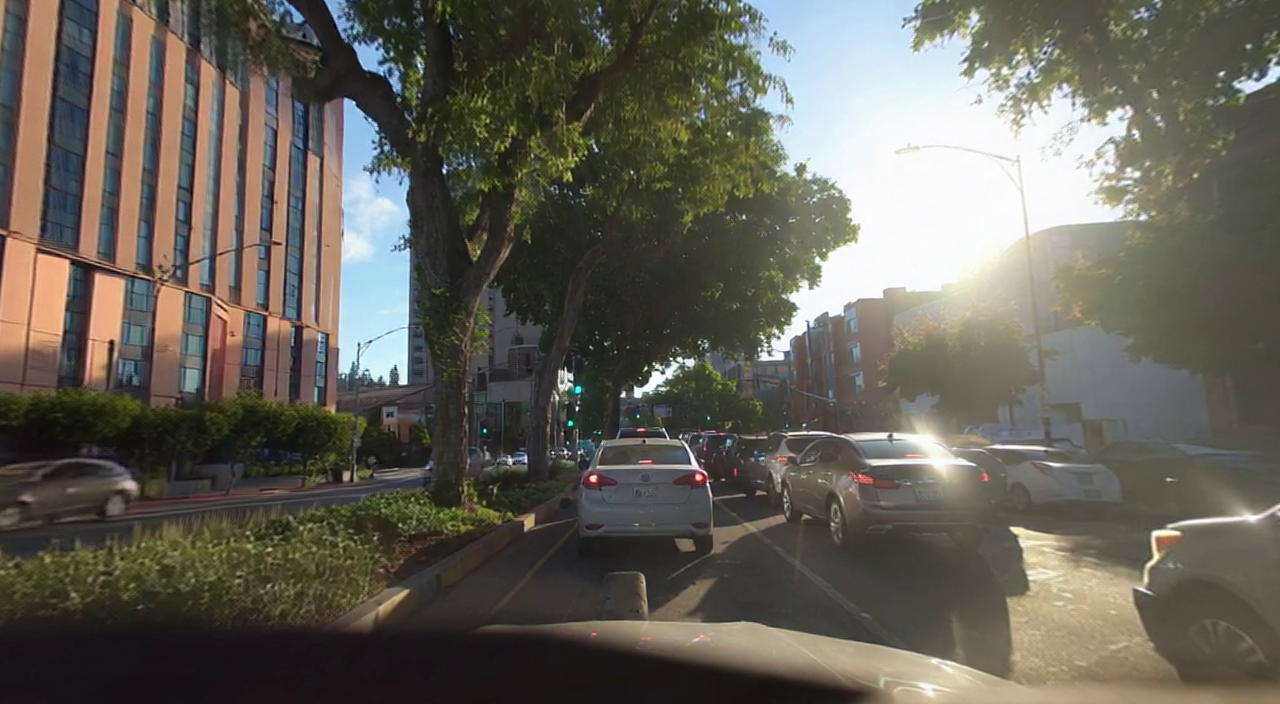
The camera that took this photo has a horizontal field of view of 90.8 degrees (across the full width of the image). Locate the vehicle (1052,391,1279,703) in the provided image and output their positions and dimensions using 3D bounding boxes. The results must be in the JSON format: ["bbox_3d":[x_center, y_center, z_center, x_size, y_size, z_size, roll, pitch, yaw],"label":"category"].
[{"bbox_3d":[3.218,0.709,1.014,1.982,1.491,4.664,0,-8,0],"label":"vehicle"}]

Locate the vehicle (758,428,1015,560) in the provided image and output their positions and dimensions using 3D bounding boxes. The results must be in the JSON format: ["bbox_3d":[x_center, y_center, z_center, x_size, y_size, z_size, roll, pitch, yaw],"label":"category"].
[{"bbox_3d":[3.258,1.961,9.548,1.995,1.483,4.533,0,-8,-1],"label":"vehicle"}]

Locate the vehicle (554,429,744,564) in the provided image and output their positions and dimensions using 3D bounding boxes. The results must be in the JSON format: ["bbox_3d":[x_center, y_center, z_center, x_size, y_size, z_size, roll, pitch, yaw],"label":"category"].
[{"bbox_3d":[0.061,1.906,9.126,2.105,1.474,4.127,0,-8,-1],"label":"vehicle"}]

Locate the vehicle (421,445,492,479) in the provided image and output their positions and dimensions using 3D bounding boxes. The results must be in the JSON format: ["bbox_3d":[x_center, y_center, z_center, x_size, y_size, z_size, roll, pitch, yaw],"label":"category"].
[{"bbox_3d":[-9.100,5.454,31.729,2.000,1.519,4.964,0,-8,1],"label":"vehicle"}]

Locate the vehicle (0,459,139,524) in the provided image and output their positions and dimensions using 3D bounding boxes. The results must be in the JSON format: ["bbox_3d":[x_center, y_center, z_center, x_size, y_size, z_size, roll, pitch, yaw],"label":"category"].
[{"bbox_3d":[-16.115,3.634,16.815,1.848,1.447,4.501,0,-8,0],"label":"vehicle"}]
